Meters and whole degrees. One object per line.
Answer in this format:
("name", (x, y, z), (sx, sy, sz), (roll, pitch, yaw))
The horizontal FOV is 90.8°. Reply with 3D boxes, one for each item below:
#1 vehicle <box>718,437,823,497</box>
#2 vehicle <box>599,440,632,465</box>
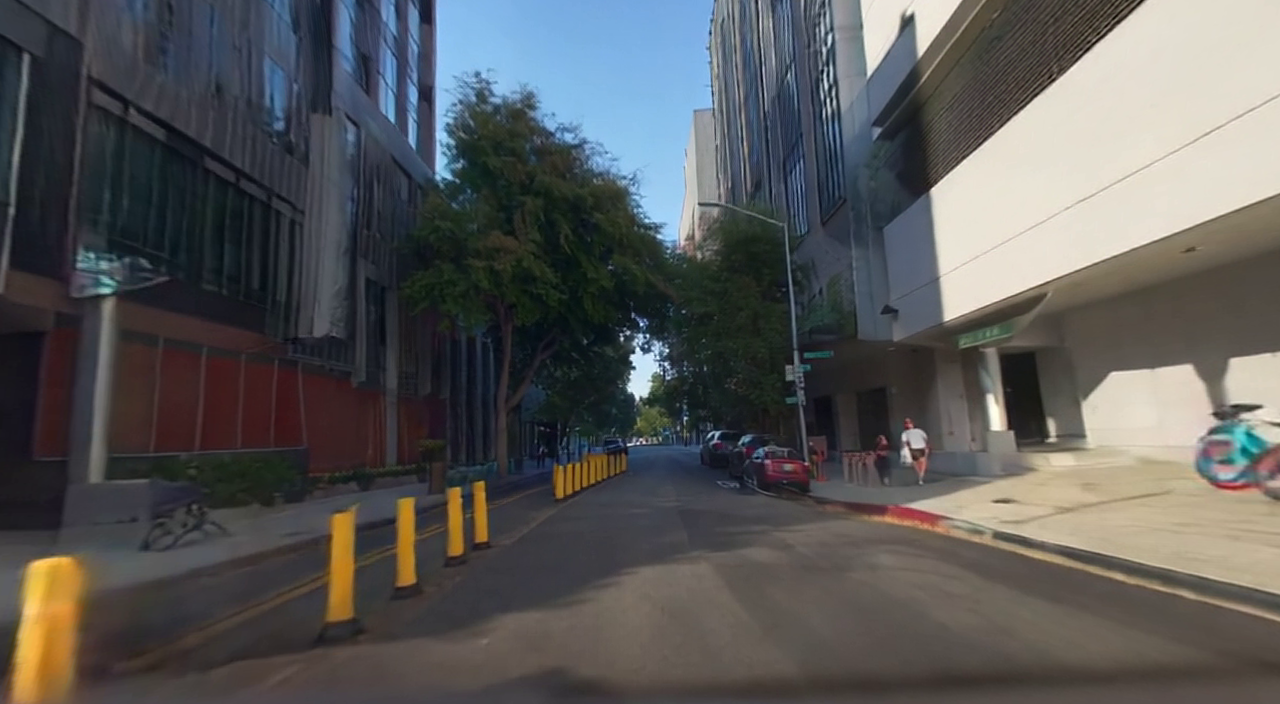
("vehicle", (3.601, 3.242, 18.287), (2.020, 1.448, 4.220), (-1, -8, -1))
("vehicle", (-1.575, 6.615, 41.683), (2.035, 1.506, 4.075), (-1, -8, -1))
